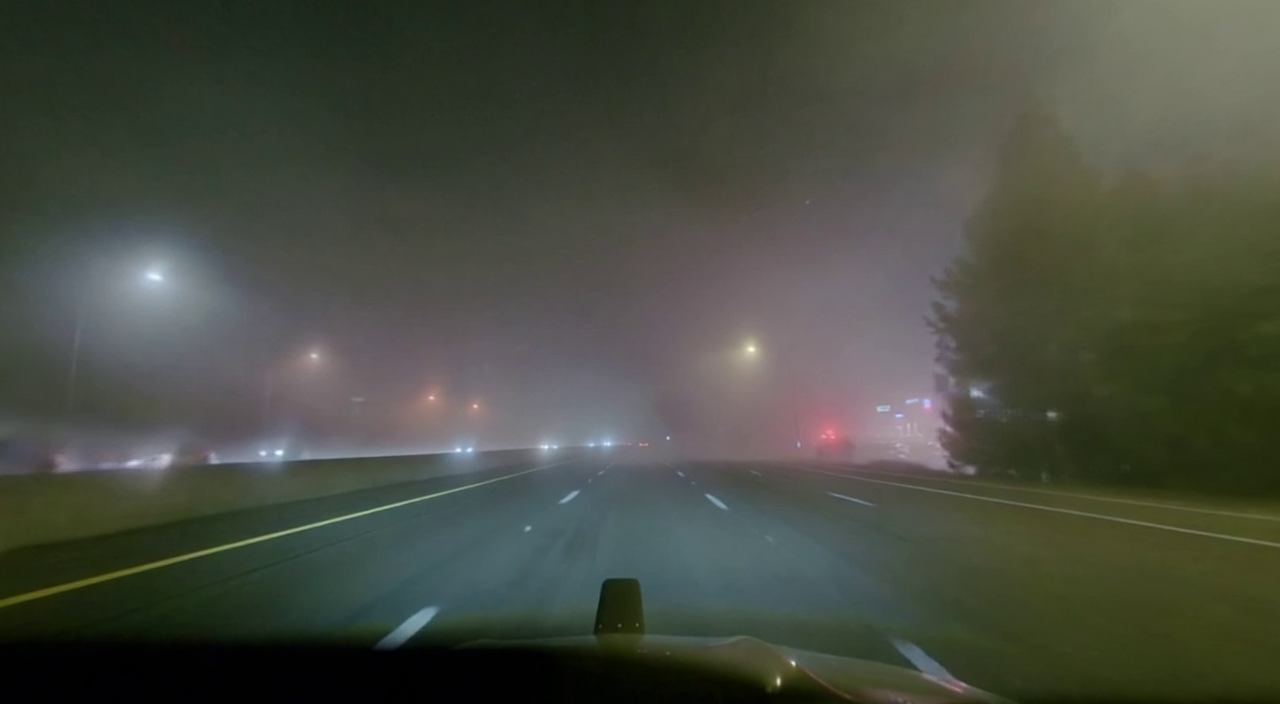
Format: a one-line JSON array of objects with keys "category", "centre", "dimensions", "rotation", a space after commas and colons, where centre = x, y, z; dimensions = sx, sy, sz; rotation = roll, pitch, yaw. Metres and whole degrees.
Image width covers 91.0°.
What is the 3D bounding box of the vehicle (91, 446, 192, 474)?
[{"category": "vehicle", "centre": [-28.924, 6.273, 36.761], "dimensions": [1.884, 1.520, 4.764], "rotation": [0, -9, 2]}]
